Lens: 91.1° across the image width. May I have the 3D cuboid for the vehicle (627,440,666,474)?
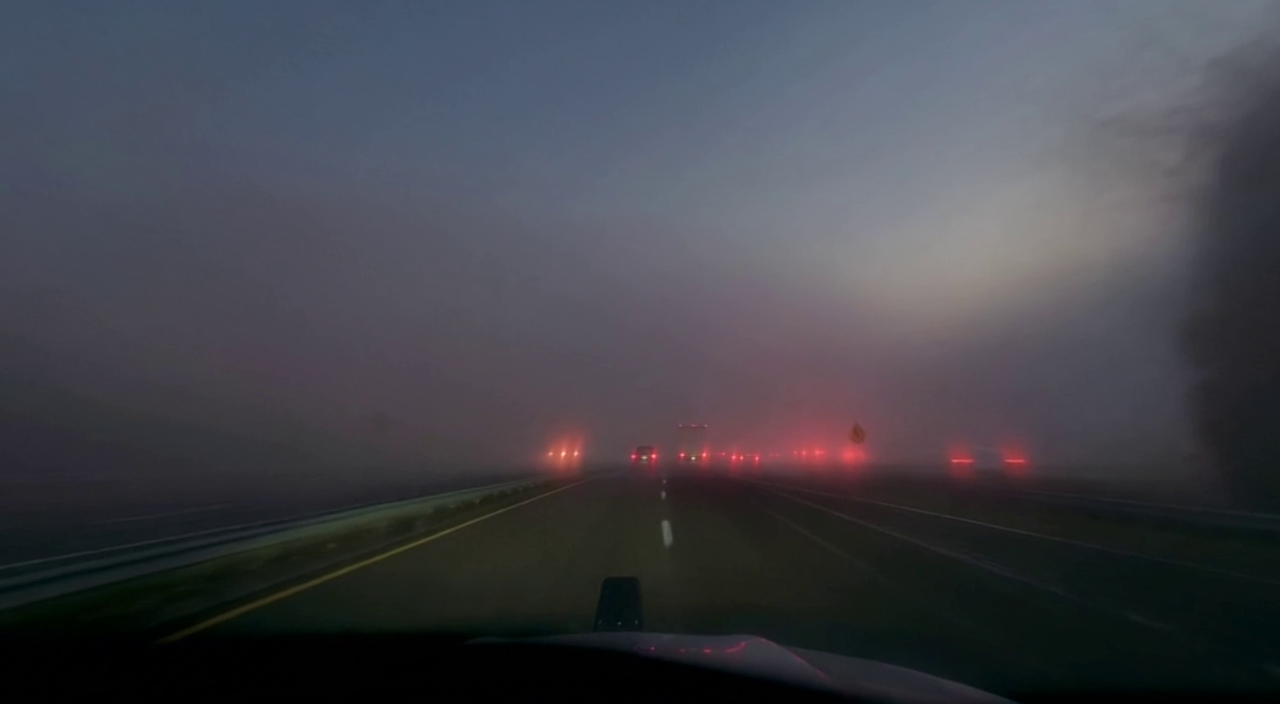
[{"bbox_3d":[0.505,6.866,41.192,2.271,2.049,4.894,-1,-9,4],"label":"vehicle"}]
